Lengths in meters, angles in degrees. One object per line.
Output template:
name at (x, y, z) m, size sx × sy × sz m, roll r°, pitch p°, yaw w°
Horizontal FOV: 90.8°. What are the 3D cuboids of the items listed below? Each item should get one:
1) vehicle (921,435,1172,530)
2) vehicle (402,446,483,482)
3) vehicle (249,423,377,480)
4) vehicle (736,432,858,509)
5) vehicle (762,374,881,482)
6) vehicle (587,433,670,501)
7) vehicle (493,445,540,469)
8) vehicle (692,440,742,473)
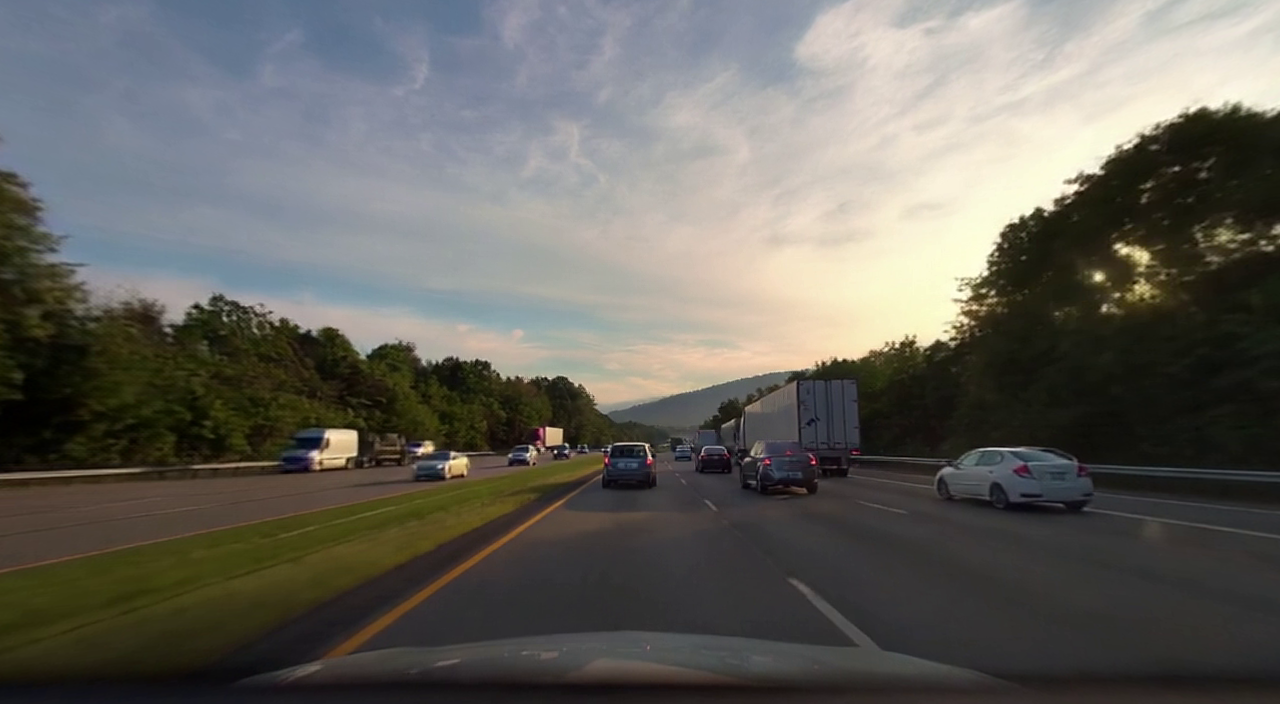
vehicle at (7.336, 2.385, 12.051) m, size 1.951 × 1.467 × 4.173 m, roll 0°, pitch -9°, yaw -1°
vehicle at (-8.795, 5.034, 28.538) m, size 2.053 × 1.476 × 4.544 m, roll -1°, pitch -9°, yaw 2°
vehicle at (-16.131, 5.022, 31.857) m, size 2.537 × 2.511 × 7.298 m, roll 0°, pitch -9°, yaw 0°
vehicle at (3.621, 2.817, 15.348) m, size 1.920 × 1.594 × 3.867 m, roll 0°, pitch -9°, yaw -1°
vehicle at (7.673, 3.501, 28.164) m, size 2.823 × 4.063 × 8.485 m, roll 0°, pitch -9°, yaw 1°
vehicle at (-0.251, 3.086, 17.231) m, size 2.023 × 1.618 × 3.628 m, roll 0°, pitch -9°, yaw 1°
vehicle at (-7.974, 6.829, 41.193) m, size 2.106 × 1.494 × 4.170 m, roll 0°, pitch -9°, yaw 1°
vehicle at (4.049, 5.591, 33.825) m, size 2.150 × 1.632 × 4.260 m, roll 0°, pitch -9°, yaw 0°
